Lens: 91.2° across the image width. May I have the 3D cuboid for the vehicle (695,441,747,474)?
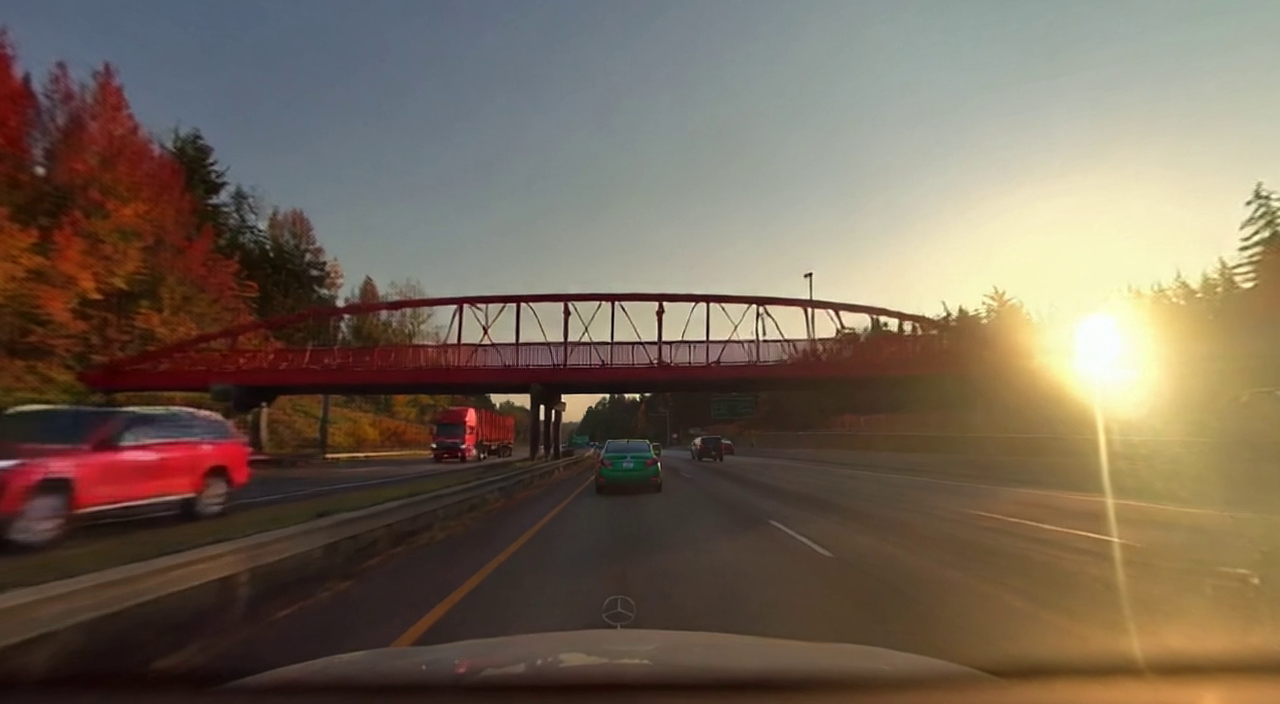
[{"bbox_3d":[3.907,5.117,30.688,1.894,1.487,3.751,0,-9,-2],"label":"vehicle"}]

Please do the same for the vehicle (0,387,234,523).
[{"bbox_3d":[-8.980,1.606,9.890,2.111,1.674,4.548,0,-9,-1],"label":"vehicle"}]

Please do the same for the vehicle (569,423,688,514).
[{"bbox_3d":[-0.235,2.538,14.022,2.259,1.699,4.015,0,-9,0],"label":"vehicle"}]

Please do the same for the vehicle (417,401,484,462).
[{"bbox_3d":[-13.919,5.940,46.578,3.271,4.196,5.696,0,-9,-1],"label":"vehicle"}]
